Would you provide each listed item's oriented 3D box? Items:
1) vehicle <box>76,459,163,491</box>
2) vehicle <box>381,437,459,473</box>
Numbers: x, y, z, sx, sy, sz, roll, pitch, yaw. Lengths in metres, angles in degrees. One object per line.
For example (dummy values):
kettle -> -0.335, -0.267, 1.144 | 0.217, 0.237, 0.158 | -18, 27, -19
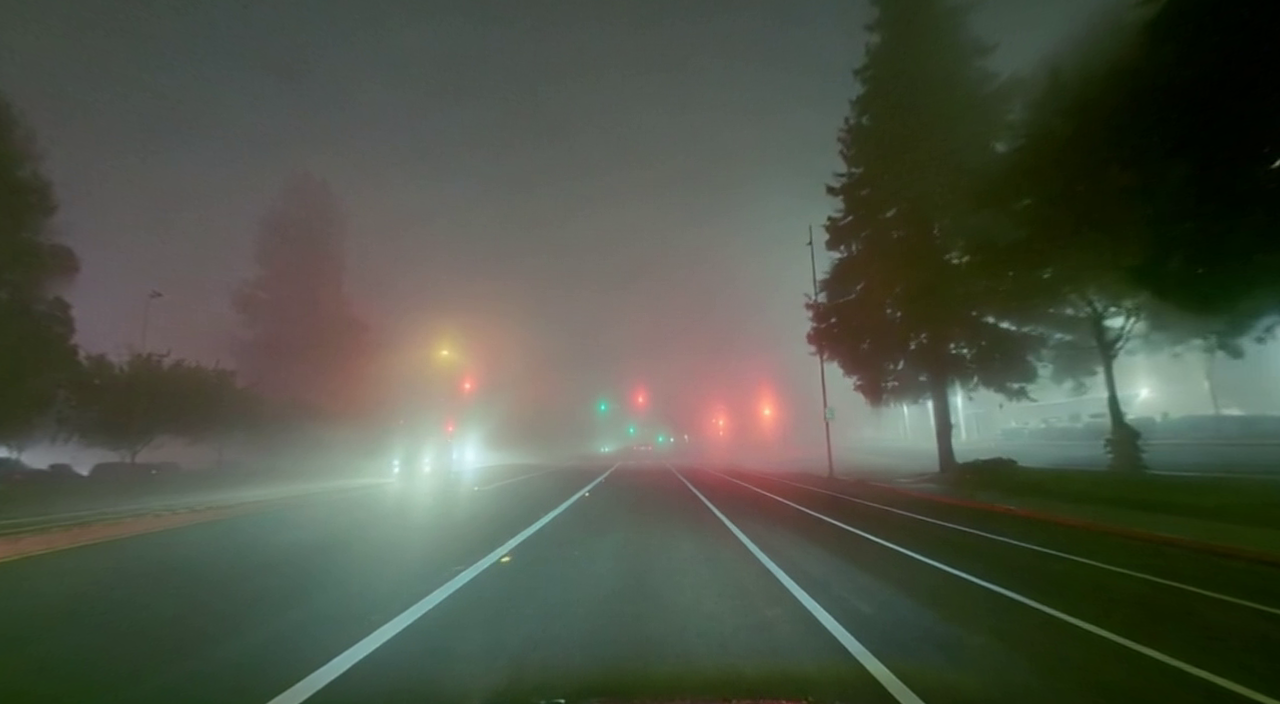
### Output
vehicle -> -34.402, 8.108, 41.871 | 2.020, 1.812, 4.914 | 1, -9, -8
vehicle -> -12.353, 5.814, 35.852 | 2.225, 1.876, 5.661 | 0, -8, 2
